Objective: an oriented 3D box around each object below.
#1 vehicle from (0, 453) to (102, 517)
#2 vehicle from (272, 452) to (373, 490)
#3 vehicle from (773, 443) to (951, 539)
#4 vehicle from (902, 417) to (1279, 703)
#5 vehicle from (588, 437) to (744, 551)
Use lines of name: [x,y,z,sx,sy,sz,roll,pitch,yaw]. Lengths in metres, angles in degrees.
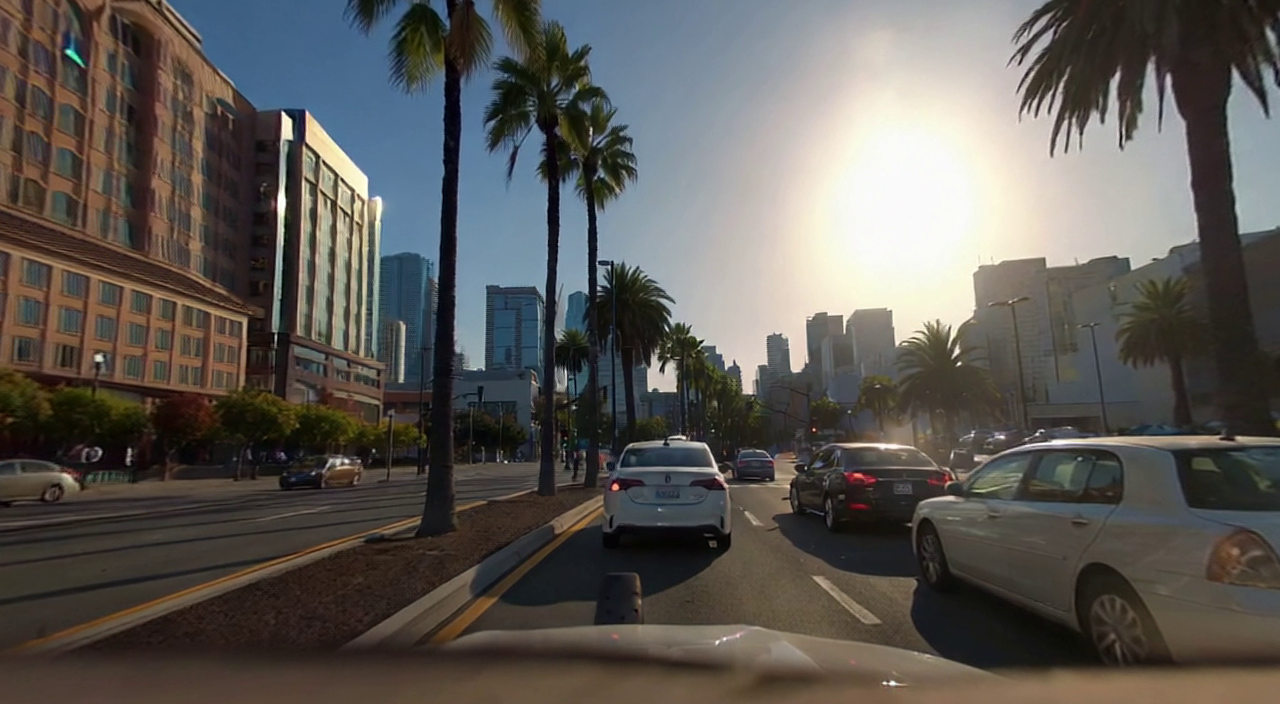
vehicle: [-16.923,3.482,16.632,1.801,1.563,4.015,-1,-9,3]
vehicle: [-15.168,5.668,30.504,2.078,1.662,4.436,-2,-9,9]
vehicle: [3.989,2.543,12.279,1.920,1.490,4.417,0,-9,1]
vehicle: [3.646,1.275,4.356,1.913,1.469,4.425,-1,-9,2]
vehicle: [0.414,2.186,10.375,2.078,1.503,3.681,-1,-9,2]
